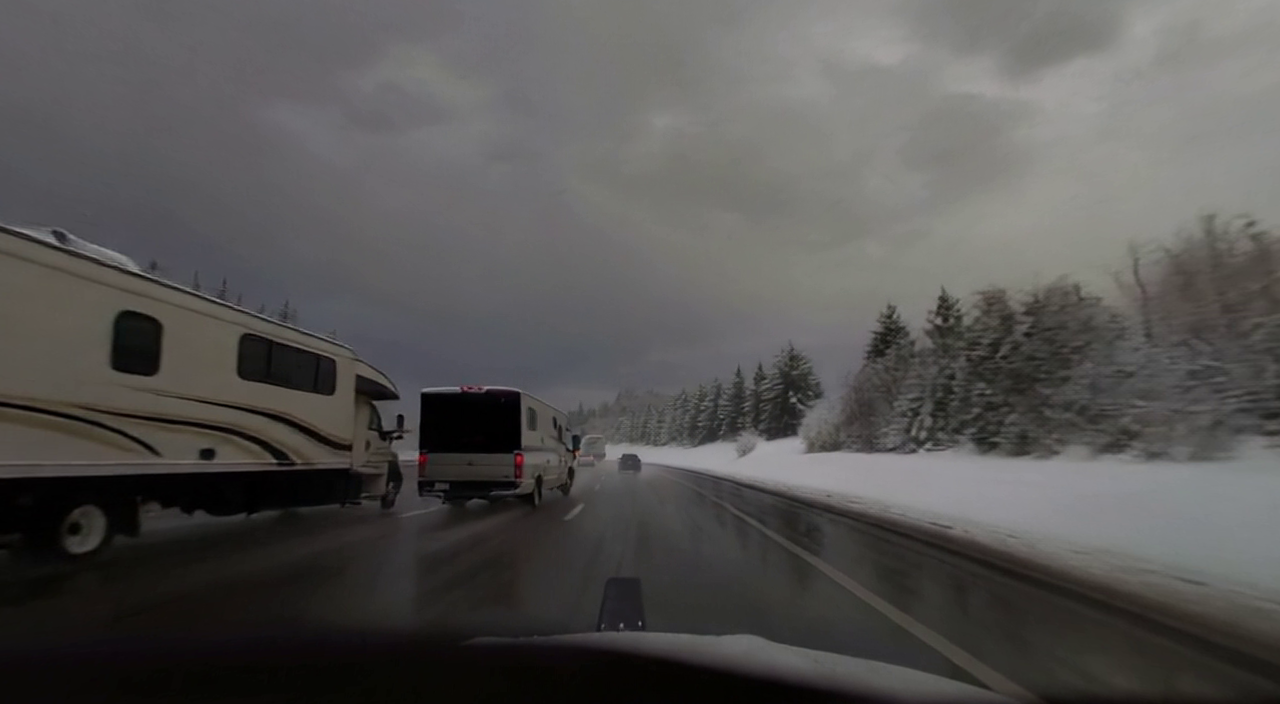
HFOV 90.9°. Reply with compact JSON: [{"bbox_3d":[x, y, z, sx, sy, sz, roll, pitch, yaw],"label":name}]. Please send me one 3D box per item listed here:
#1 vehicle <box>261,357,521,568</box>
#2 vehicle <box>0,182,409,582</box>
[{"bbox_3d":[-3.424,1.637,9.705,2.331,2.583,3.743,0,-9,1],"label":"vehicle"},{"bbox_3d":[-8.026,1.001,10.769,2.929,4.010,14.446,0,-9,-1],"label":"vehicle"}]
